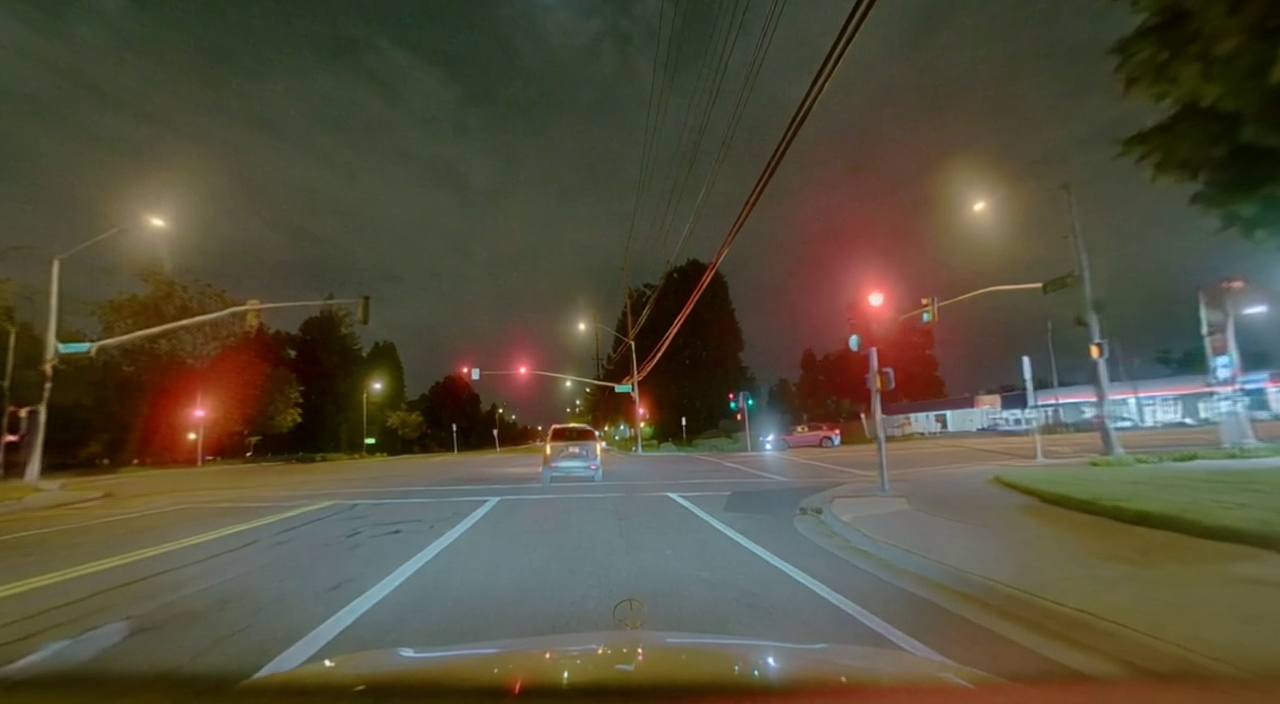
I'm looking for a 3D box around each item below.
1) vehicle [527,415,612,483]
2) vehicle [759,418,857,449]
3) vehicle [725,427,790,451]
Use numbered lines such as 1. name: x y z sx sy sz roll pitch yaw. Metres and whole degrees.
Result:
1. vehicle: -2.141 3.023 19.746 2.300 1.868 4.690 1 -8 -5
2. vehicle: 9.839 4.825 37.038 5.149 1.725 1.964 0 -8 -4
3. vehicle: 7.768 5.767 41.712 3.990 1.548 1.780 0 -8 4
